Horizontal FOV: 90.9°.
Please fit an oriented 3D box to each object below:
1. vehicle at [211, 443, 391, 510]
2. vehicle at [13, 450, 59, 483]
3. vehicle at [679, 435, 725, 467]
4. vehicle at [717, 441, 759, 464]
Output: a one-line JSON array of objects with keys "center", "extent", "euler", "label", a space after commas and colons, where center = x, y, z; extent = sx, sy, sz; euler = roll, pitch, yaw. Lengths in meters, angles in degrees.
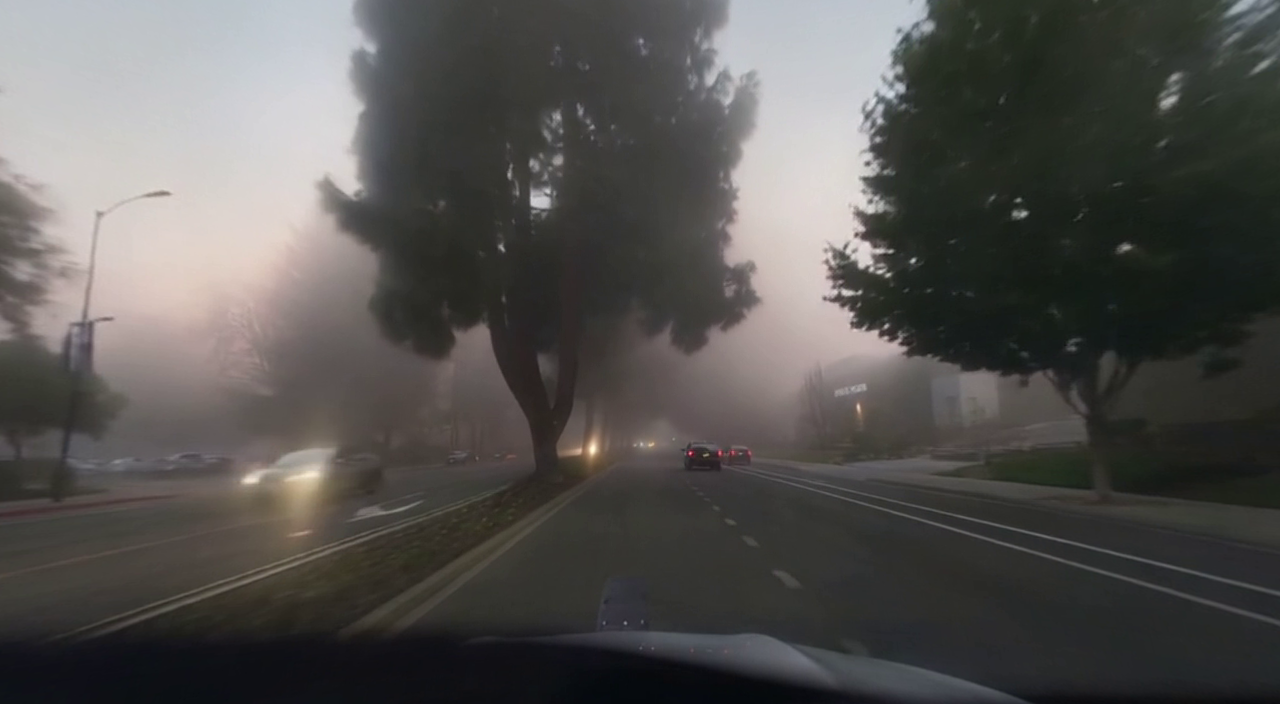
[{"center": [-8.624, 3.163, 16.601], "extent": [2.283, 1.509, 4.272], "euler": [0, -8, 1], "label": "vehicle"}, {"center": [-43.734, 8.213, 45.560], "extent": [2.110, 2.194, 4.475], "euler": [8, -11, -44], "label": "vehicle"}, {"center": [3.558, 5.807, 37.004], "extent": [2.143, 1.759, 4.378], "euler": [0, -8, -1], "label": "vehicle"}, {"center": [6.675, 6.872, 43.291], "extent": [2.100, 1.491, 4.563], "euler": [0, -8, 0], "label": "vehicle"}]
